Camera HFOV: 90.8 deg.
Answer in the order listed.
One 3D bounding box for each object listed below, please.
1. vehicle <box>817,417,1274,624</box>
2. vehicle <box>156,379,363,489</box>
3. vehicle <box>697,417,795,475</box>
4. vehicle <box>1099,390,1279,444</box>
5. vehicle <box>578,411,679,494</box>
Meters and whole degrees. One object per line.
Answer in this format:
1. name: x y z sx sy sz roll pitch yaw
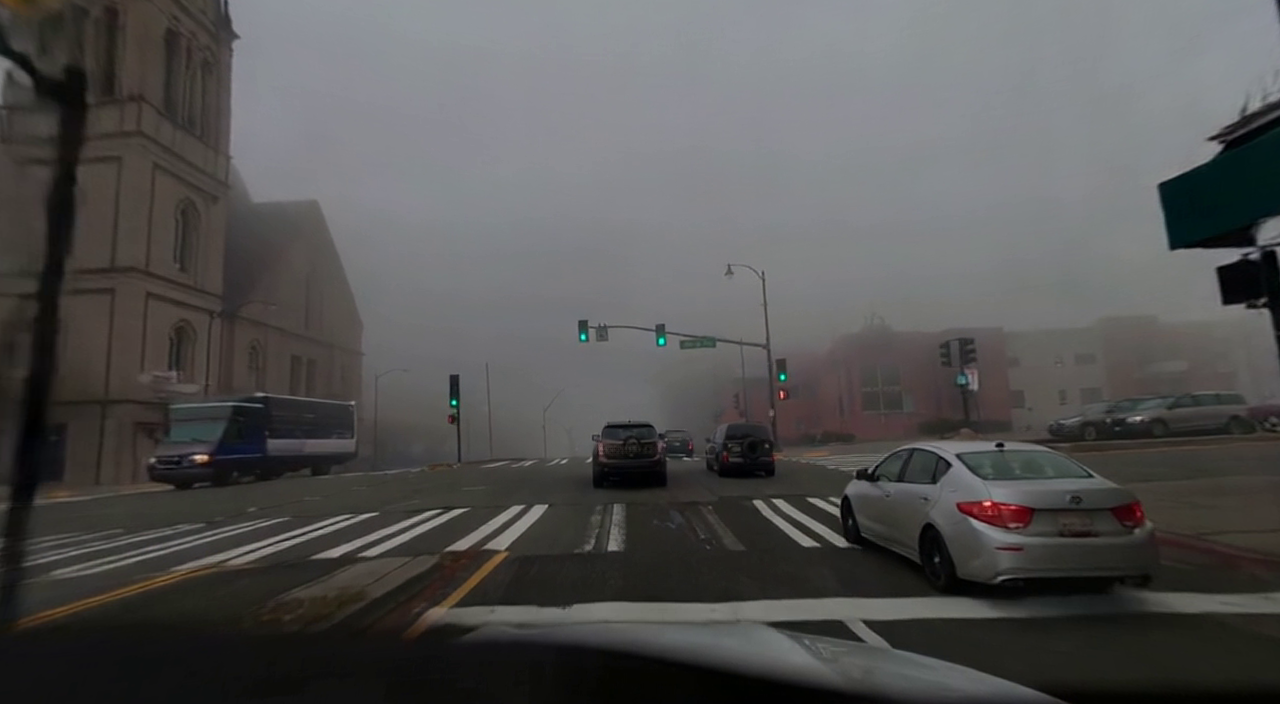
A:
1. vehicle: 3.577 1.543 6.857 1.883 1.472 4.471 0 -8 -2
2. vehicle: -15.011 3.442 26.160 3.126 3.773 8.662 0 -8 0
3. vehicle: 2.933 2.745 18.489 1.890 1.491 4.166 0 -8 -4
4. vehicle: 17.309 2.074 19.794 4.255 1.590 1.999 0 -8 -1
5. vehicle: -0.389 2.470 15.763 2.168 1.776 4.135 0 -8 -4
